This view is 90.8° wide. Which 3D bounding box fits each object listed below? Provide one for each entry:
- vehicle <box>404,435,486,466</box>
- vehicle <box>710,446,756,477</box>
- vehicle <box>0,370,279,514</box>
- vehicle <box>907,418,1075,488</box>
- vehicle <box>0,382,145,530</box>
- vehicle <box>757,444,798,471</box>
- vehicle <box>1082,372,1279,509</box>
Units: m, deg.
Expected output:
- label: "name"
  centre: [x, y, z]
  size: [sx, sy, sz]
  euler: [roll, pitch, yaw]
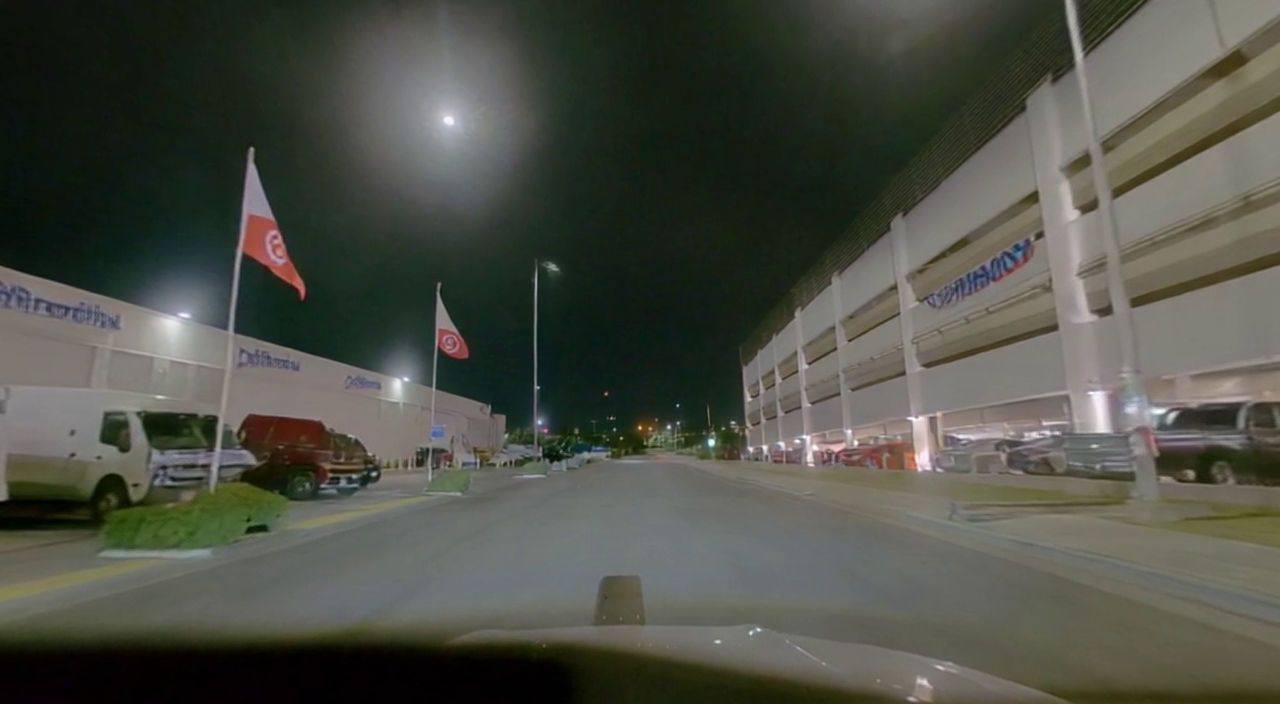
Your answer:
- label: "vehicle"
  centre: [-13.158, 6.617, 42.485]
  size: [5.672, 1.963, 2.189]
  euler: [-6, -11, 34]
- label: "vehicle"
  centre: [5.285, 6.266, 36.455]
  size: [2.026, 1.659, 4.314]
  euler: [0, -9, 0]
- label: "vehicle"
  centre: [-11.136, 1.930, 13.629]
  size: [5.254, 2.811, 2.188]
  euler: [0, -9, 1]
- label: "vehicle"
  centre: [10.852, 3.219, 19.459]
  size: [5.138, 1.778, 2.034]
  euler: [8, -15, -30]
- label: "vehicle"
  centre: [-11.783, 1.779, 10.995]
  size: [4.458, 2.299, 2.092]
  euler: [0, -9, 1]
- label: "vehicle"
  centre: [9.610, 7.282, 43.830]
  size: [2.021, 1.753, 4.342]
  euler: [-3, -9, 21]
- label: "vehicle"
  centre: [11.844, 1.805, 12.789]
  size: [6.017, 2.202, 2.328]
  euler: [5, -10, -31]
